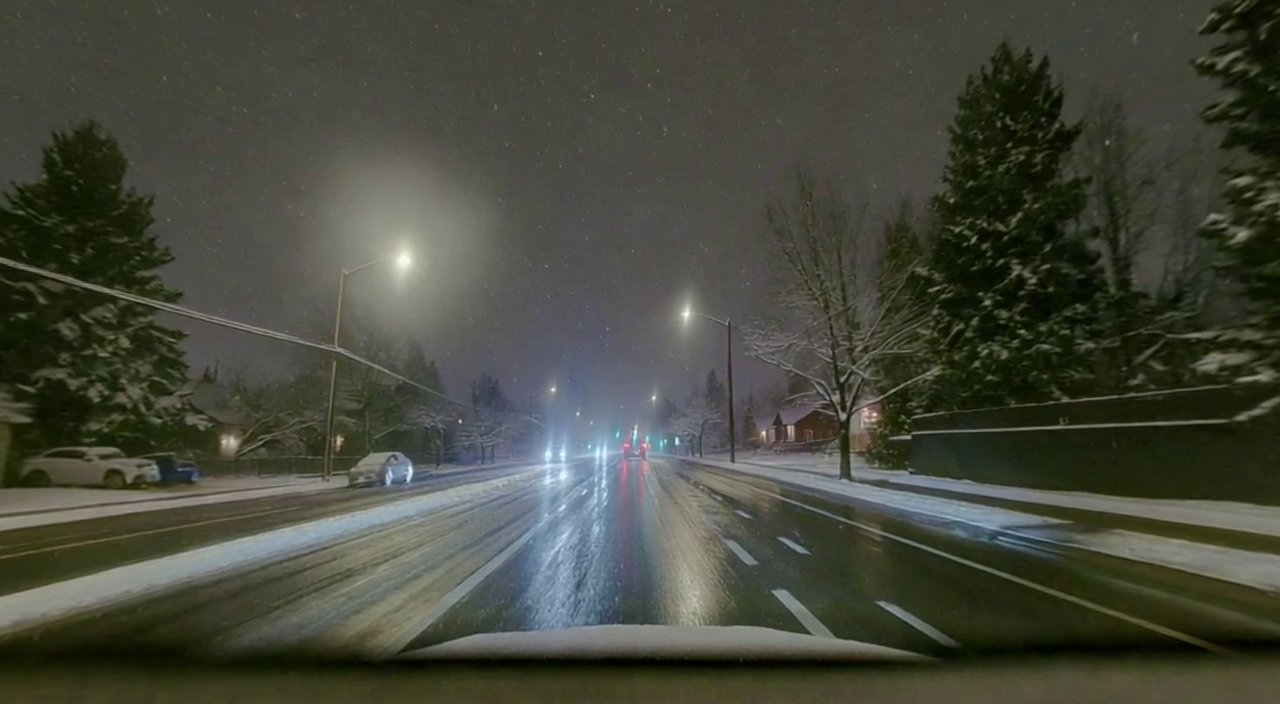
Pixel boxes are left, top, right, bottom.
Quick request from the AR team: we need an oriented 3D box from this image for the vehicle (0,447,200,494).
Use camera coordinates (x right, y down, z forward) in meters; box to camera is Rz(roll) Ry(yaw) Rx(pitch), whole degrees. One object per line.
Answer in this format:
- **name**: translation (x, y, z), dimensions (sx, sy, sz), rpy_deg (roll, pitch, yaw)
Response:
- **vehicle**: translation (-19.334, 4.251, 22.764), dimensions (5.009, 1.557, 2.264), rpy_deg (2, -9, -9)

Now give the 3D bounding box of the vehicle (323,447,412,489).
- **vehicle**: translation (-12.358, 5.243, 28.911), dimensions (2.098, 1.740, 4.449), rpy_deg (0, -9, -1)
